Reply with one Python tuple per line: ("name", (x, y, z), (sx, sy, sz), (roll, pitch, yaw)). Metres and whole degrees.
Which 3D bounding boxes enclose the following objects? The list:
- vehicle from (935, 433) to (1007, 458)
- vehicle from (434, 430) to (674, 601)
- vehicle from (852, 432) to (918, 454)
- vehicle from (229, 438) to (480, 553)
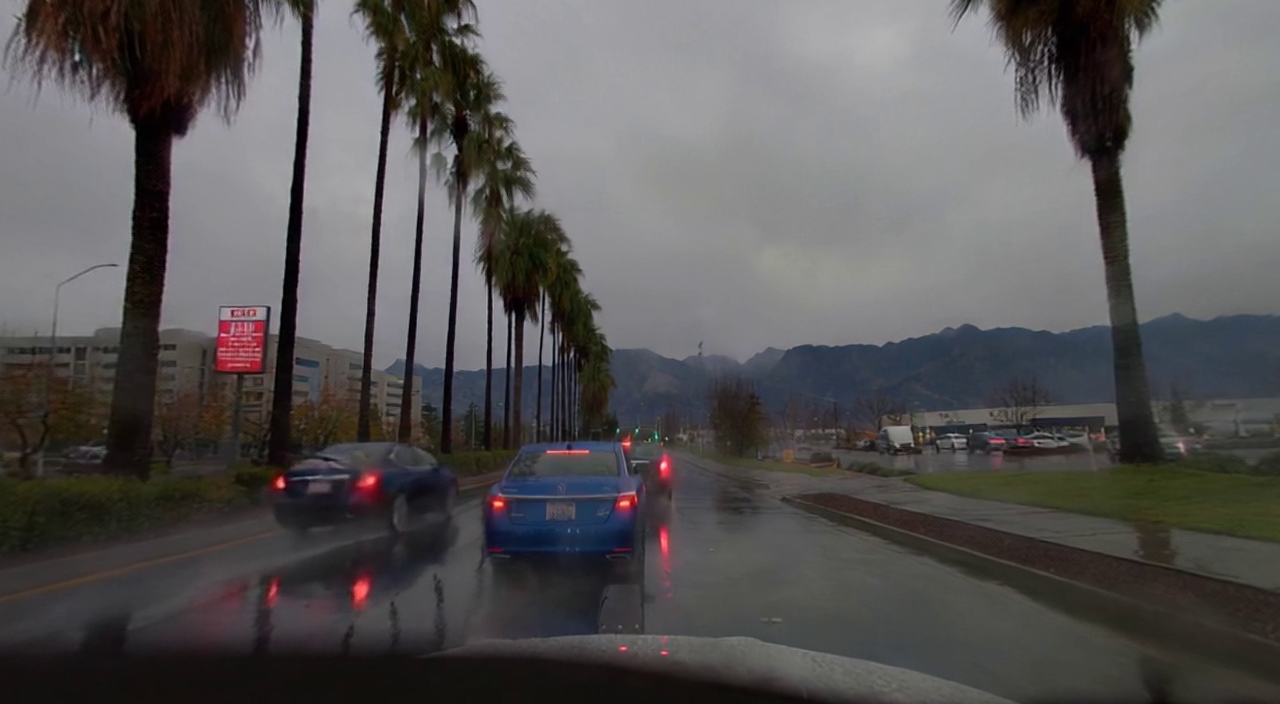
("vehicle", (21.331, 6.011, 40.694), (4.640, 1.526, 1.961), (5, -10, -32))
("vehicle", (-0.816, 1.712, 7.507), (2.067, 1.459, 3.886), (0, -8, -2))
("vehicle", (19.237, 7.198, 49.800), (1.925, 1.652, 4.490), (6, -10, -34))
("vehicle", (-4.353, 2.244, 10.774), (1.964, 1.466, 5.009), (0, -8, 0))
